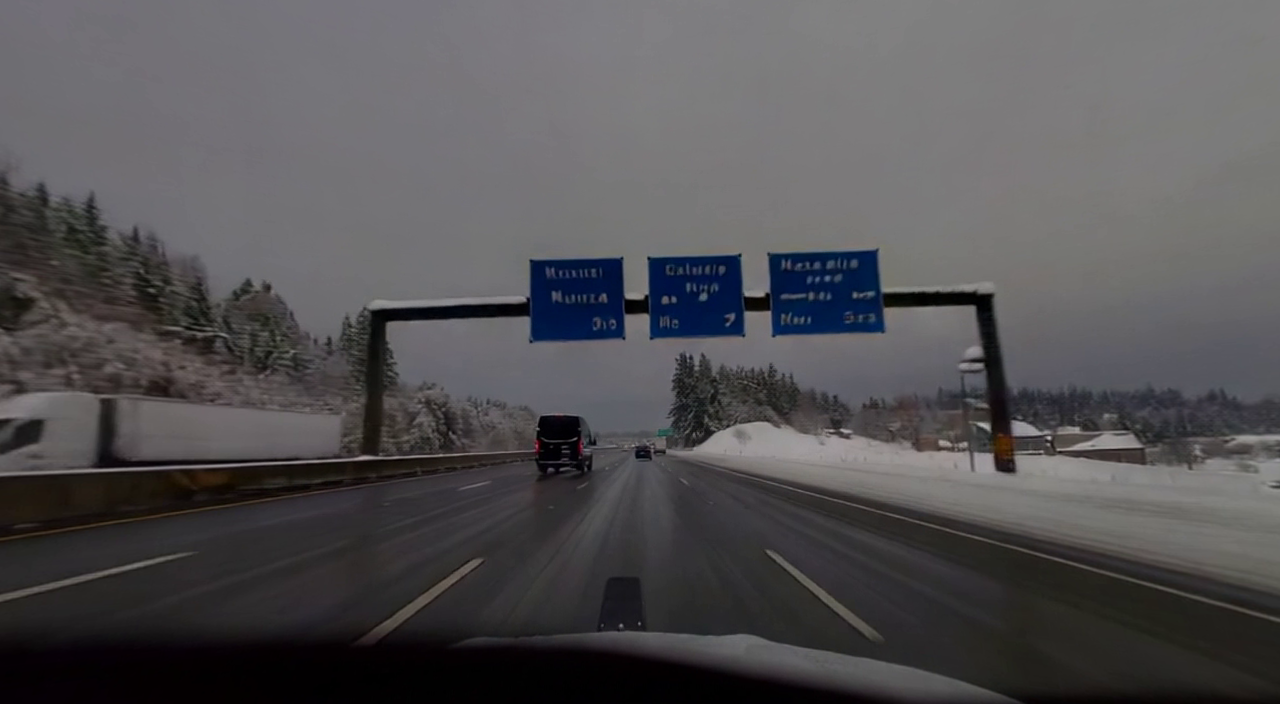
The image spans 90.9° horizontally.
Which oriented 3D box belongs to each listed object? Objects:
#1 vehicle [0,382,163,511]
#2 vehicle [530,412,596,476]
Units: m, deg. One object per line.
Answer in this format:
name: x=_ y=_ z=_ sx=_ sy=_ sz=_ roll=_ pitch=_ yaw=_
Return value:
vehicle: x=-20.369 y=3.239 z=21.727 sx=2.966 sy=3.817 sz=5.992 roll=0 pitch=-9 yaw=0
vehicle: x=-3.552 y=4.469 z=30.502 sx=2.382 sy=2.736 sz=5.982 roll=0 pitch=-9 yaw=0
